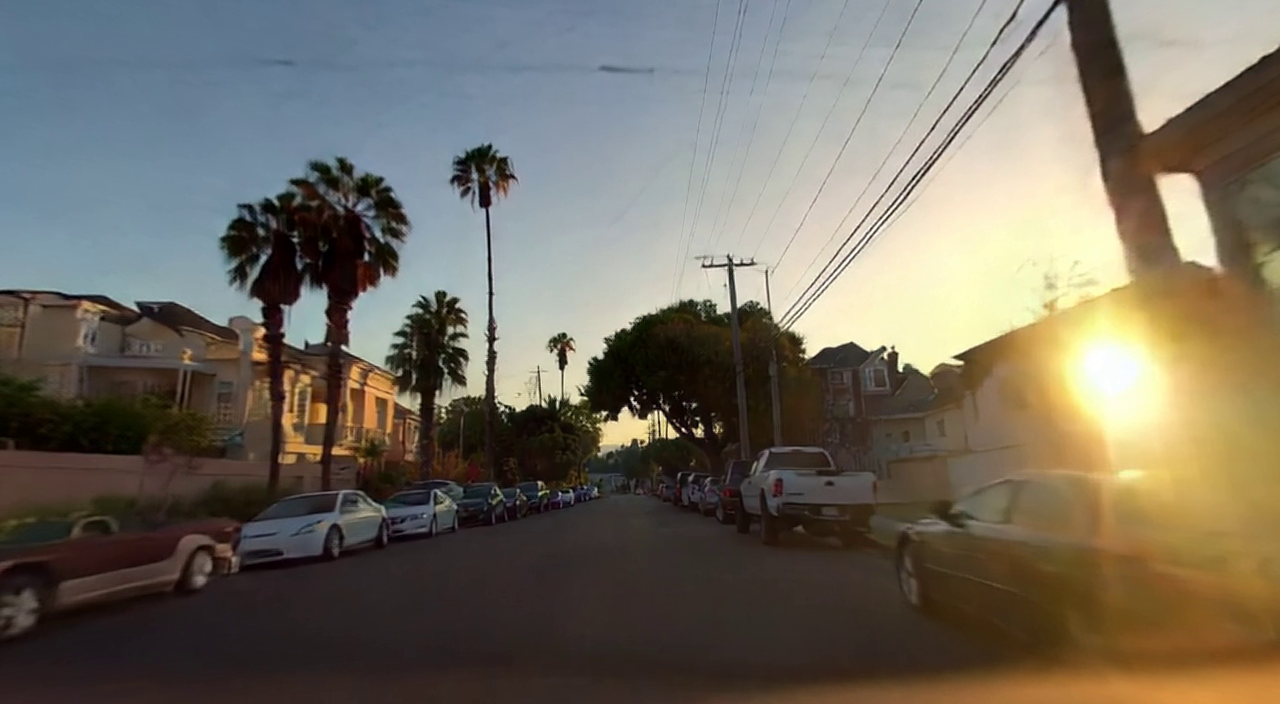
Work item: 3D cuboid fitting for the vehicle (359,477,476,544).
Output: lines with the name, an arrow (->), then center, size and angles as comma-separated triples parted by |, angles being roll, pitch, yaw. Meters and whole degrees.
vehicle -> -6.345, 4.546, 18.547 | 1.874, 1.449, 4.622 | 0, -8, -2

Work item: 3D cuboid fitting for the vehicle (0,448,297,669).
vehicle -> -6.483, 2.103, 7.656 | 1.933, 1.824, 5.142 | 0, -8, -3

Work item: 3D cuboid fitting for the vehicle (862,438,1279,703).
vehicle -> 3.070, 1.321, 4.094 | 1.756, 1.455, 3.965 | 0, -9, -1

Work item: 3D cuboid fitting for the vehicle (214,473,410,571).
vehicle -> -6.550, 3.399, 13.273 | 1.841, 1.491, 4.525 | 0, -9, -2

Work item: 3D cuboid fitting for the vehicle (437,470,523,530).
vehicle -> -6.209, 5.791, 25.169 | 2.349, 1.952, 4.848 | 0, -8, -3

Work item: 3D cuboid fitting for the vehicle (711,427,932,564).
vehicle -> 2.969, 2.526, 12.199 | 2.268, 1.953, 6.124 | 0, -9, -2
